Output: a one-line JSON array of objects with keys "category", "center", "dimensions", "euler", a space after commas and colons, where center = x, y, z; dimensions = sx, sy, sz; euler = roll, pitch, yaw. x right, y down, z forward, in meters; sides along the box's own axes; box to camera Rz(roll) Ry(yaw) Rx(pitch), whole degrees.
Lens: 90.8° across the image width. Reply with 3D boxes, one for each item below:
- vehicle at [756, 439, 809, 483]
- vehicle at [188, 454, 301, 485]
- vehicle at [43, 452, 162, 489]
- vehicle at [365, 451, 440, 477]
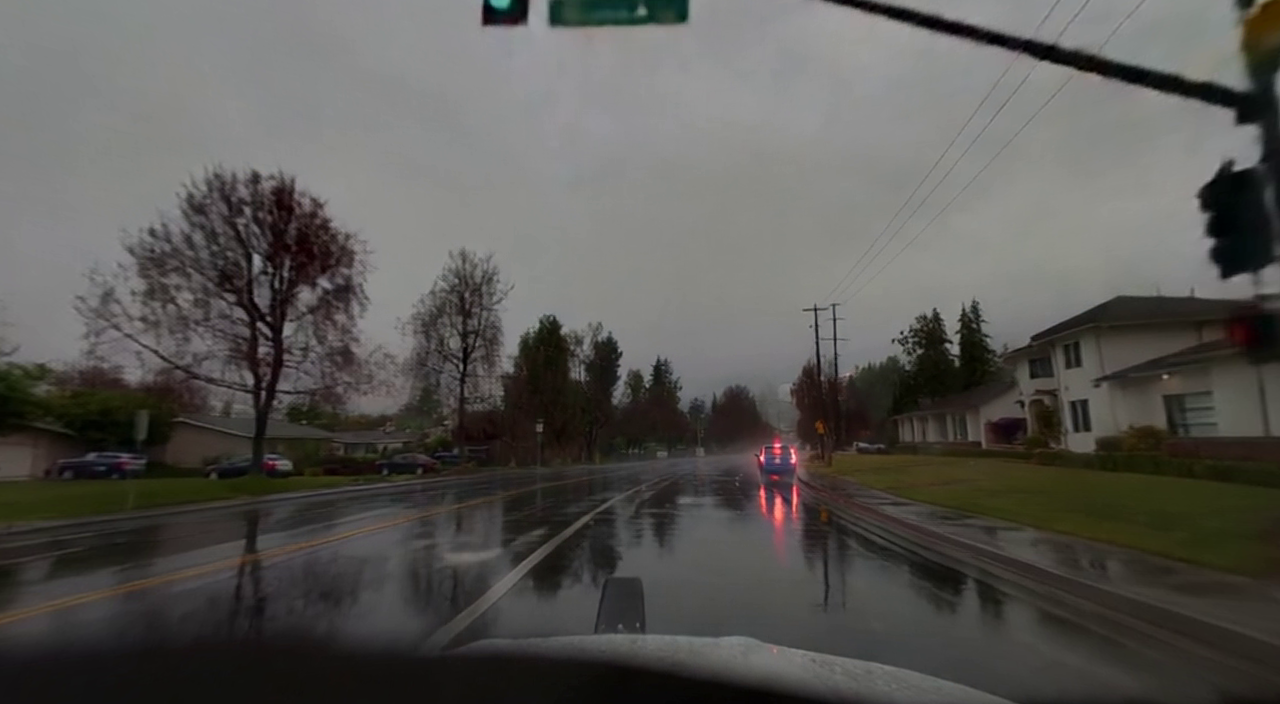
[{"category": "vehicle", "center": [6.256, 4.815, 28.166], "dimensions": [1.989, 1.782, 4.351], "euler": [-1, -9, 9]}, {"category": "vehicle", "center": [-19.852, 5.885, 31.810], "dimensions": [4.658, 1.482, 1.879], "euler": [-2, -9, 10]}, {"category": "vehicle", "center": [-26.906, 5.915, 31.731], "dimensions": [4.164, 1.720, 2.019], "euler": [0, -7, 3]}, {"category": "vehicle", "center": [-15.441, 7.270, 41.146], "dimensions": [4.284, 1.549, 1.828], "euler": [-2, -9, 15]}]
